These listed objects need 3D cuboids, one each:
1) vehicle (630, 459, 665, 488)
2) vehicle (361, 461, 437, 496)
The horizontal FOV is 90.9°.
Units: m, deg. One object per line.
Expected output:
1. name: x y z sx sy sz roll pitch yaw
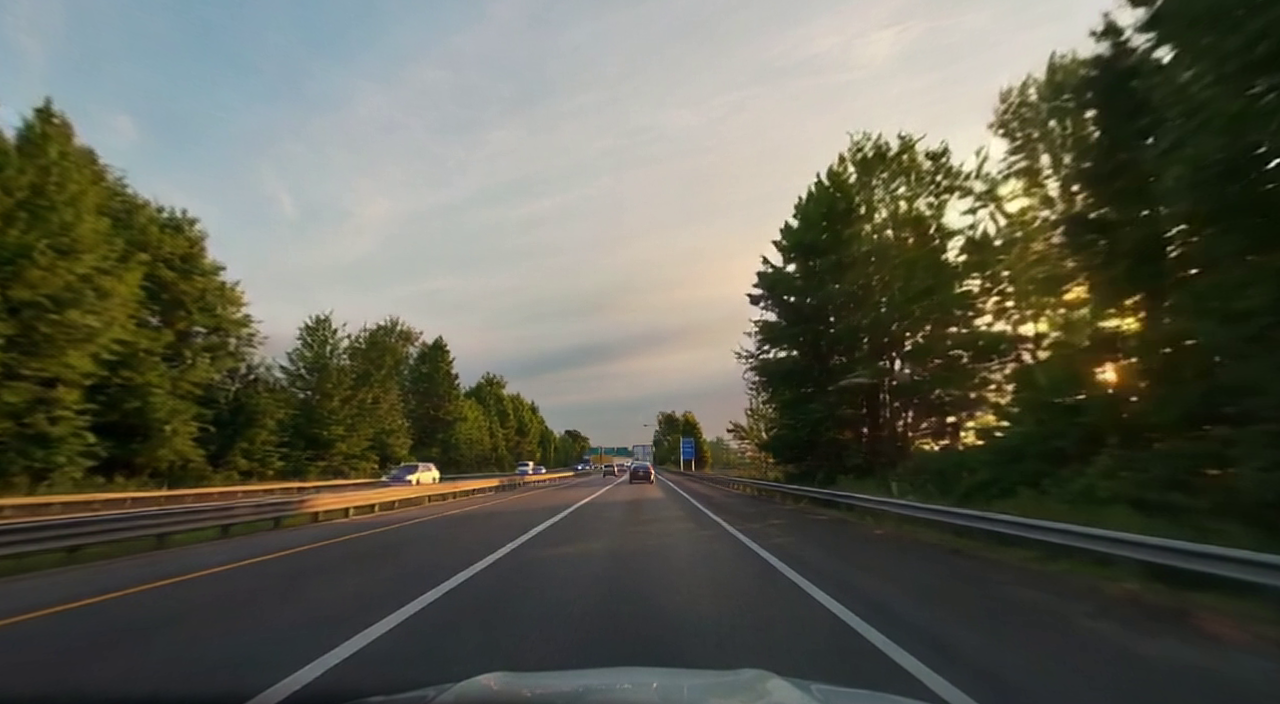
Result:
1. vehicle: 0.439 7.691 39.872 2.048 1.663 4.377 1 -10 0
2. vehicle: -11.257 5.951 29.741 1.894 1.469 3.976 1 -10 1
